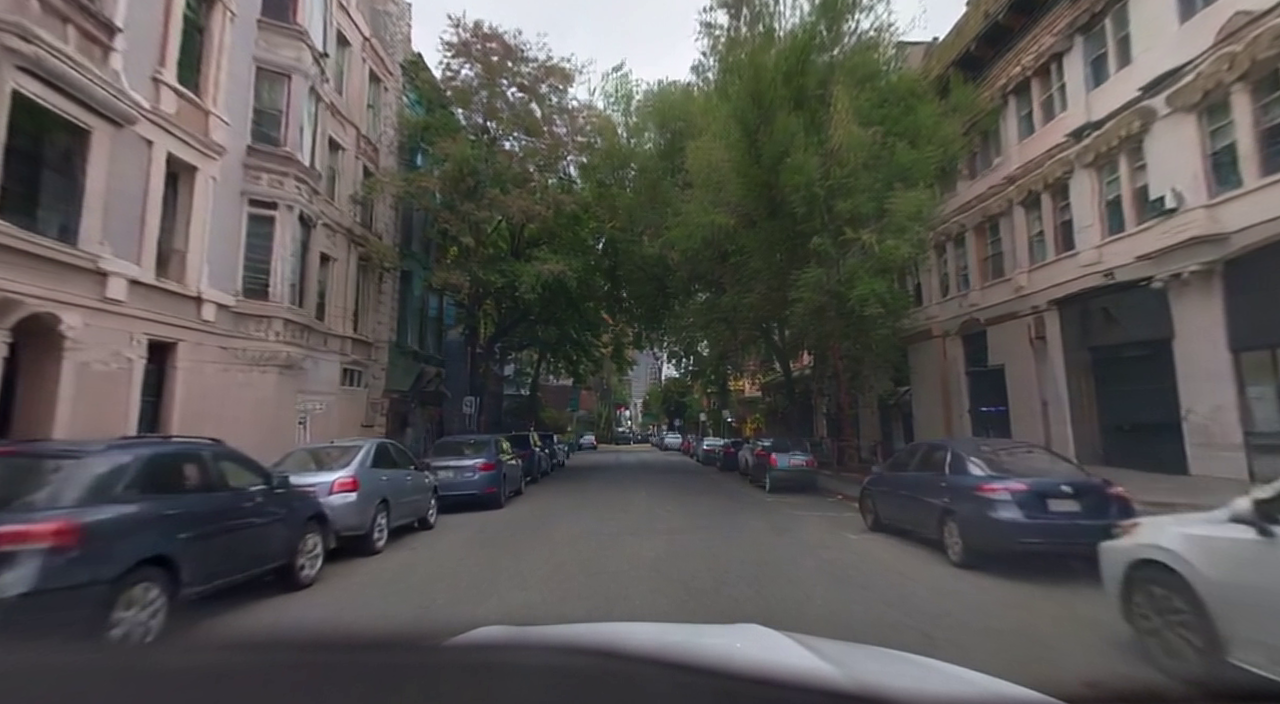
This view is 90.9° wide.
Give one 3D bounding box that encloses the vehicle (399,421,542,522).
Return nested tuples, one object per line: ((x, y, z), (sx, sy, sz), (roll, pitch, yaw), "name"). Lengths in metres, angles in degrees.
((-3.598, 2.529, 14.310), (2.027, 1.640, 4.444), (2, -3, -1), "vehicle")

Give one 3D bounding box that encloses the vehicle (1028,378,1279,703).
((3.846, 0.859, 2.408), (1.842, 1.589, 4.216), (0, -8, -3), "vehicle")

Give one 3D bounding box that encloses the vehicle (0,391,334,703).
((-3.603, 1.080, 4.161), (1.745, 1.584, 2.878), (2, -3, -2), "vehicle")

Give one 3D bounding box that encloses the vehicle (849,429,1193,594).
((3.963, 1.649, 7.382), (1.718, 1.427, 3.585), (0, -8, -1), "vehicle")

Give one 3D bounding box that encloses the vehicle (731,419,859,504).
((3.660, 2.670, 15.874), (1.879, 1.802, 4.574), (0, -8, -2), "vehicle")
